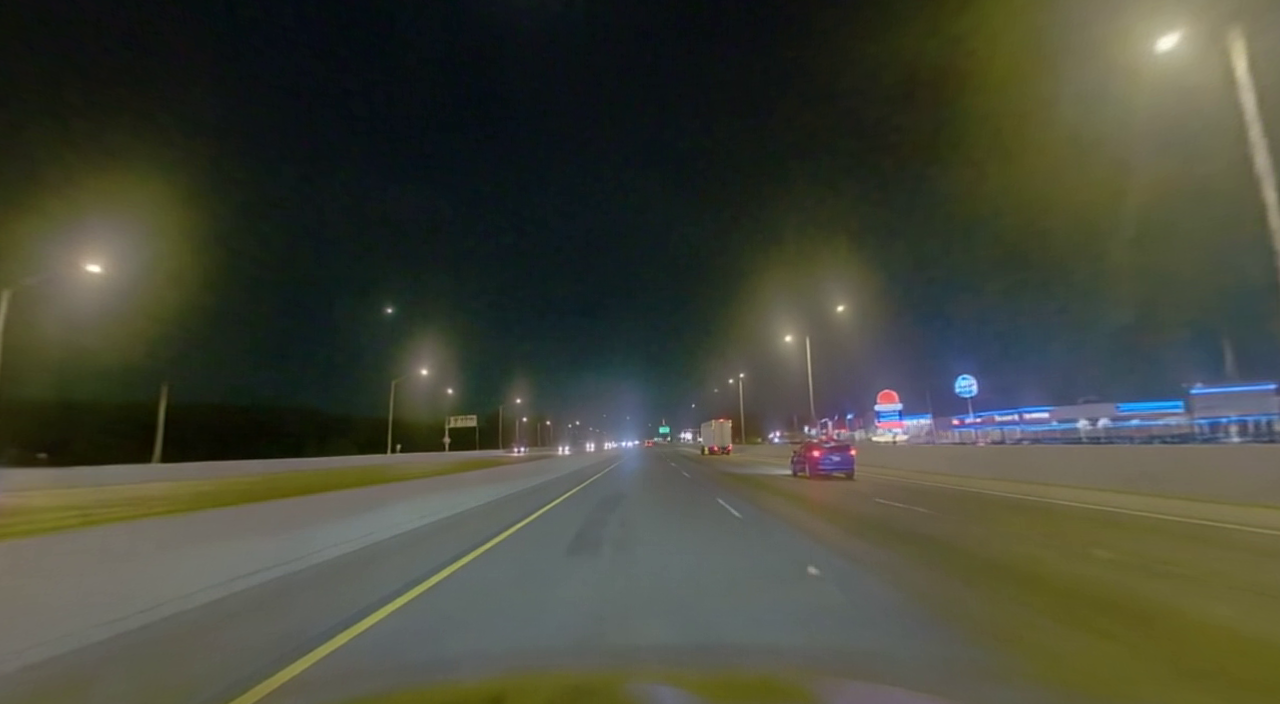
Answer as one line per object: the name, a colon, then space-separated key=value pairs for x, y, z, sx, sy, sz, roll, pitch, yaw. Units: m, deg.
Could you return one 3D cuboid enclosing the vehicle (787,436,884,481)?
vehicle: x=7.284 y=4.021 z=24.019 sx=2.079 sy=1.518 sz=5.032 roll=0 pitch=-8 yaw=-1
